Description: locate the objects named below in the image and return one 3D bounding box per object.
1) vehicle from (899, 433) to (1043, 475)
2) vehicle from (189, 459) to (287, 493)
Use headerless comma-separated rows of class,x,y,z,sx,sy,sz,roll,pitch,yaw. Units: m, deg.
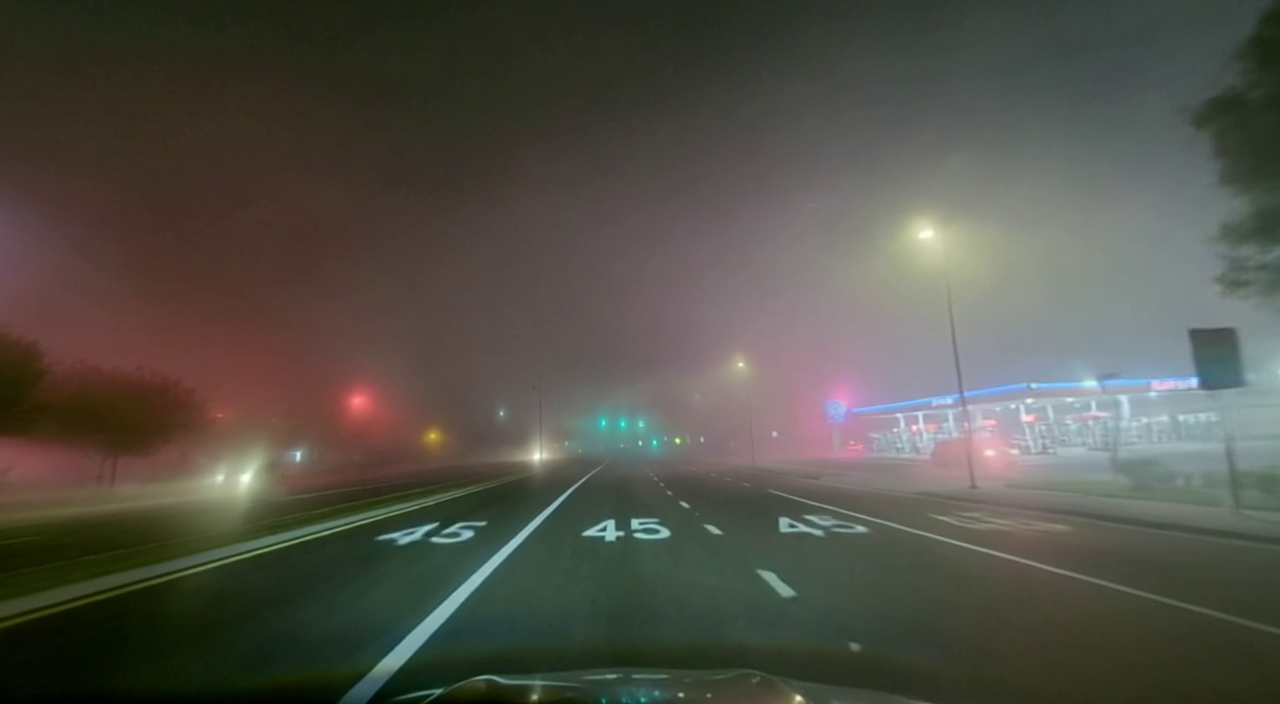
vehicle,12.934,4.010,24.901,4.548,1.568,1.953,0,-9,-2
vehicle,-20.095,6.194,31.845,1.927,1.497,4.393,-1,-9,1
